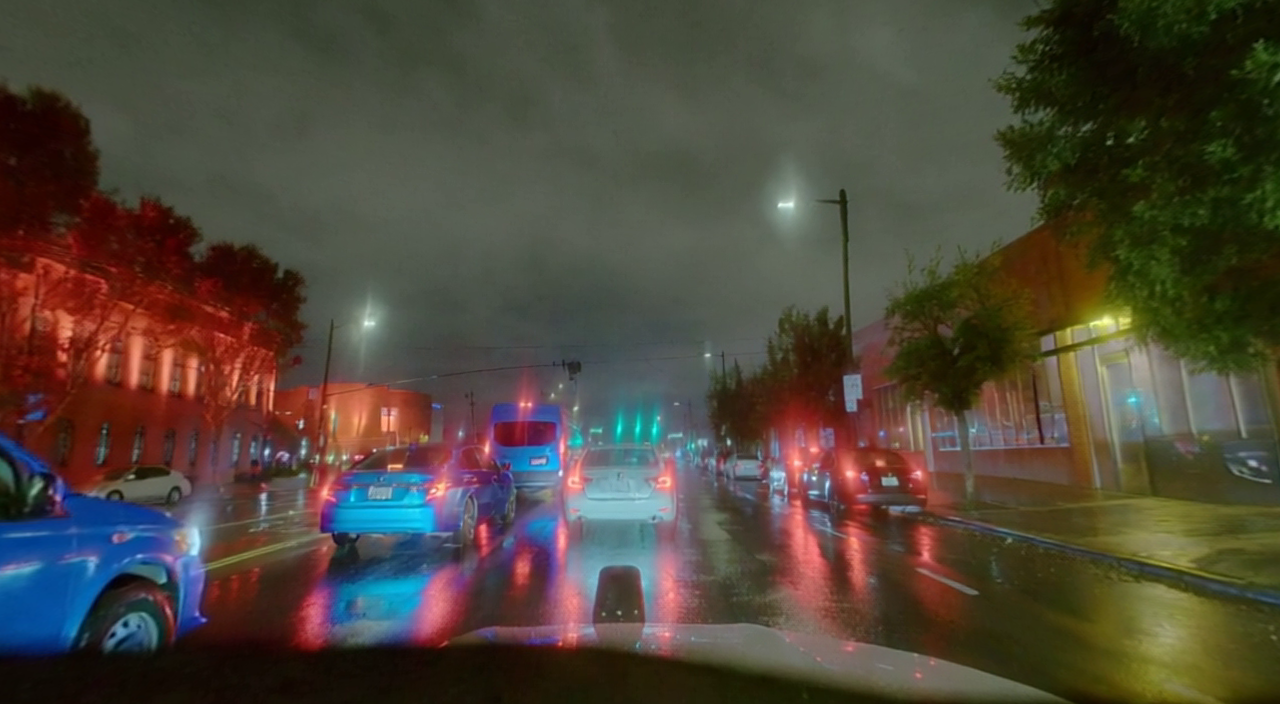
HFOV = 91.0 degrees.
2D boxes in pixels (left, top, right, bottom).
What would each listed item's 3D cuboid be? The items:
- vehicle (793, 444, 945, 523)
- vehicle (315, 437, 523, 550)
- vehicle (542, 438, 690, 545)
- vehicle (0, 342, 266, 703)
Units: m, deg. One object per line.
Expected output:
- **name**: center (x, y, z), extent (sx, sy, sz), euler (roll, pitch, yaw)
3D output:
- **vehicle**: center (4.910, 2.855, 14.199), extent (1.832, 1.491, 4.054), euler (1, -9, -1)
- **vehicle**: center (-3.527, 2.328, 11.106), extent (1.995, 1.554, 4.426), euler (0, -9, 1)
- **vehicle**: center (-0.362, 2.343, 11.261), extent (2.152, 1.518, 4.113), euler (0, -9, -1)
- **vehicle**: center (-3.723, 0.752, 1.979), extent (2.140, 1.768, 4.685), euler (0, -9, 1)
